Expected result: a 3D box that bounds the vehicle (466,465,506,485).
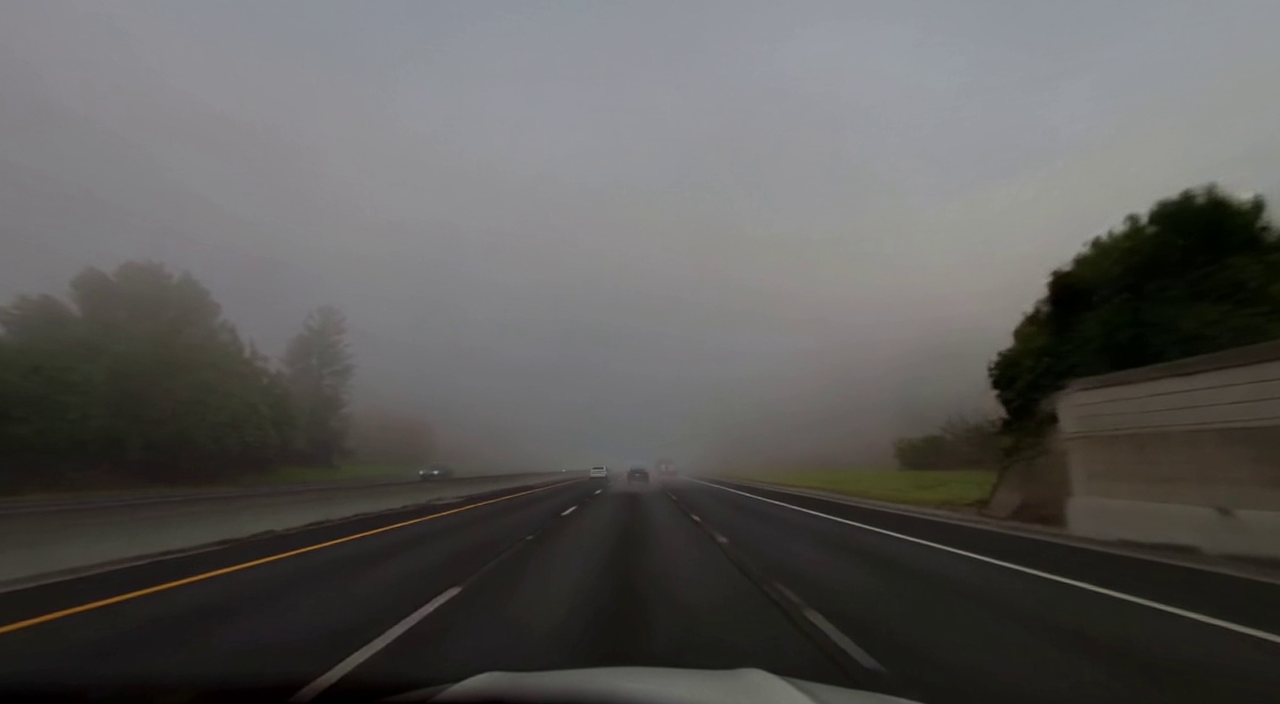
[{"bbox_3d":[-12.107,9.696,49.739,1.885,1.461,4.779,1,-10,0],"label":"vehicle"}]
